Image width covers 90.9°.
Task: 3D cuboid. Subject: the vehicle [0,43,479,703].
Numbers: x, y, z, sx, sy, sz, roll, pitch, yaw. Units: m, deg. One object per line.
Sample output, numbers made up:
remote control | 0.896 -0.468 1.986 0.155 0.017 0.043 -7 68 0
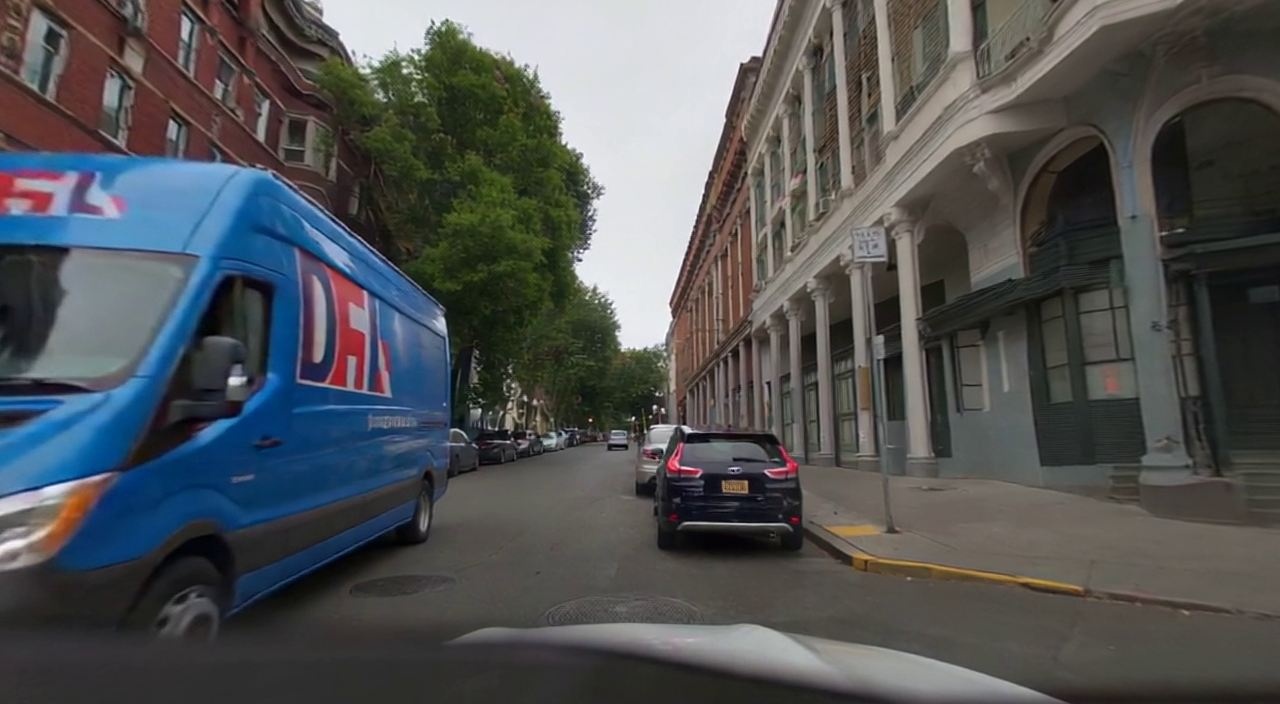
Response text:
vehicle | -3.595 0.518 6.311 2.558 3.014 7.101 0 -8 -4

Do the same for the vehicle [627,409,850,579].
vehicle | 0.828 1.573 7.957 1.925 1.481 4.653 0 -8 -2
